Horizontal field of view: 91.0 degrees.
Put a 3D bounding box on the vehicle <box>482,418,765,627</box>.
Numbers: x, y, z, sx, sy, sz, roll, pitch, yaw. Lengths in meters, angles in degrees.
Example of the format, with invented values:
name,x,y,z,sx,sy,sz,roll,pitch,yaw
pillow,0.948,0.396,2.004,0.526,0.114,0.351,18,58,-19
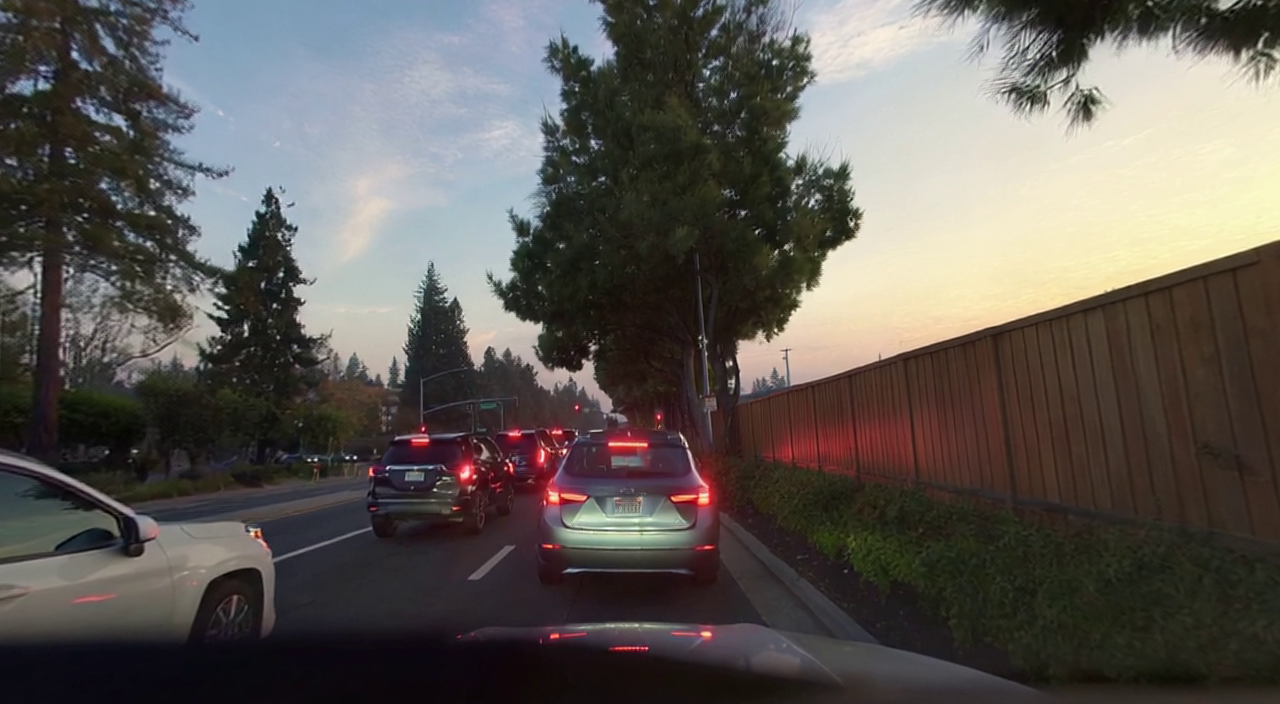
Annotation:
name,x,y,z,sx,sy,sz,roll,pitch,yaw
vehicle,-0.143,1.493,6.451,1.995,1.460,3.865,0,-8,-1

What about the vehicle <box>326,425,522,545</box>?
name,x,y,z,sx,sy,sz,roll,pitch,yaw
vehicle,-3.229,2.041,10.263,1.850,1.582,3.688,0,-8,0

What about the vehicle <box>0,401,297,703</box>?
name,x,y,z,sx,sy,sz,roll,pitch,yaw
vehicle,-3.152,0.853,1.569,1.980,1.520,4.636,0,-8,0
